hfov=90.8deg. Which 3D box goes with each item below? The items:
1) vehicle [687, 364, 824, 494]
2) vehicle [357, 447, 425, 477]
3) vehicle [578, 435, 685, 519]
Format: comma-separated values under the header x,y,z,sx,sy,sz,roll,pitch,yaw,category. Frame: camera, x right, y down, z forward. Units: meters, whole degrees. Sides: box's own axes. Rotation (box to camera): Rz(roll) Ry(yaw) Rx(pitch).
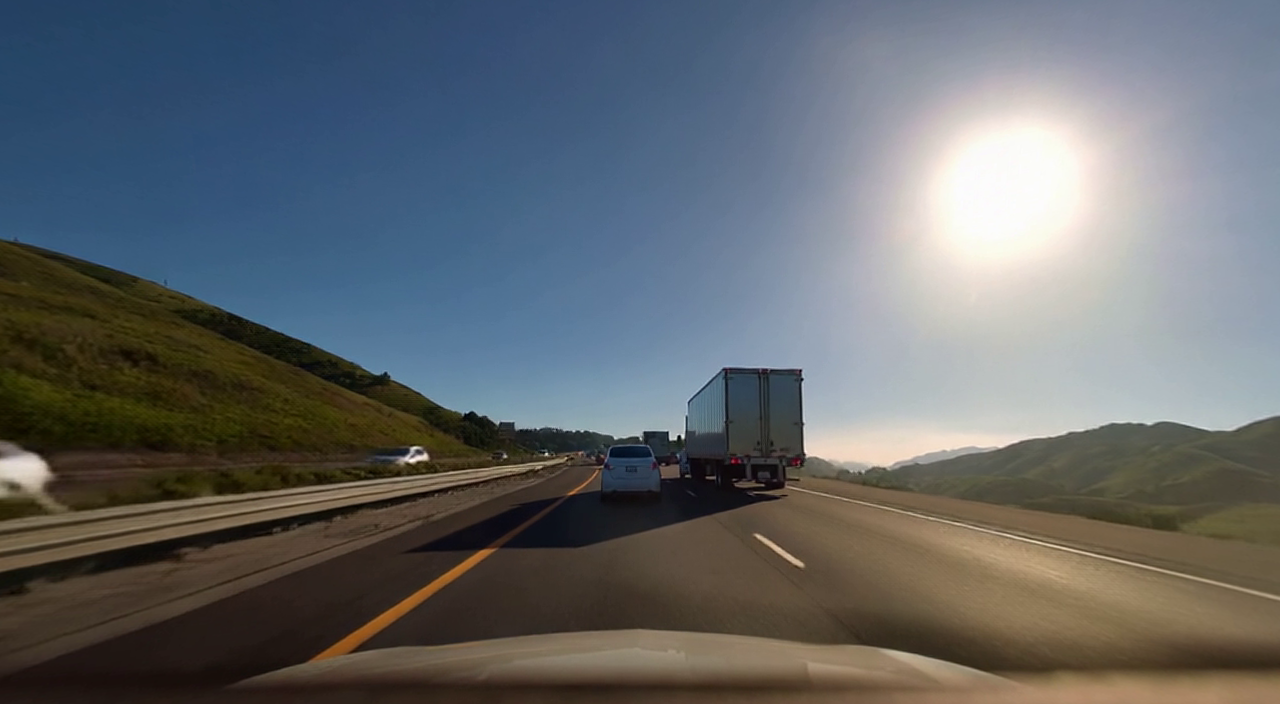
x,y,z,sx,sy,sz,roll,pitch,yaw,category
4.077,3.467,26.592,2.812,4.024,14.098,0,-9,-1,vehicle
-12.789,5.672,32.739,1.832,1.430,4.440,0,-9,-2,vehicle
-0.195,2.781,14.464,2.109,1.639,3.768,0,-9,-1,vehicle
